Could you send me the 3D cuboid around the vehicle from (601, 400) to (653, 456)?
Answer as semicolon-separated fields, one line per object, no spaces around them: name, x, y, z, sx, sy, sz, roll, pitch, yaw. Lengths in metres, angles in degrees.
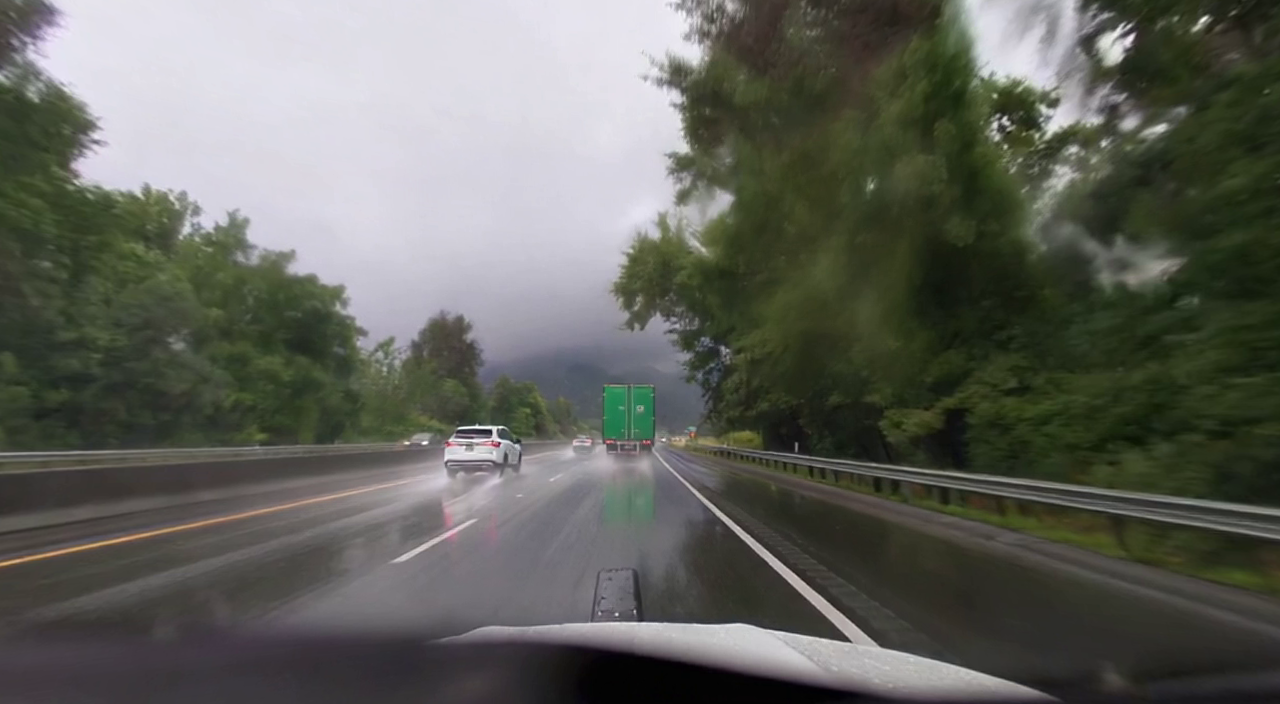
vehicle;-0.609;3.484;28.786;2.319;2.461;1.270;1;-8;-3

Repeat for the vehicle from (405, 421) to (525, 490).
vehicle;-4.790;2.897;18.077;2.138;1.697;4.587;0;-8;0
